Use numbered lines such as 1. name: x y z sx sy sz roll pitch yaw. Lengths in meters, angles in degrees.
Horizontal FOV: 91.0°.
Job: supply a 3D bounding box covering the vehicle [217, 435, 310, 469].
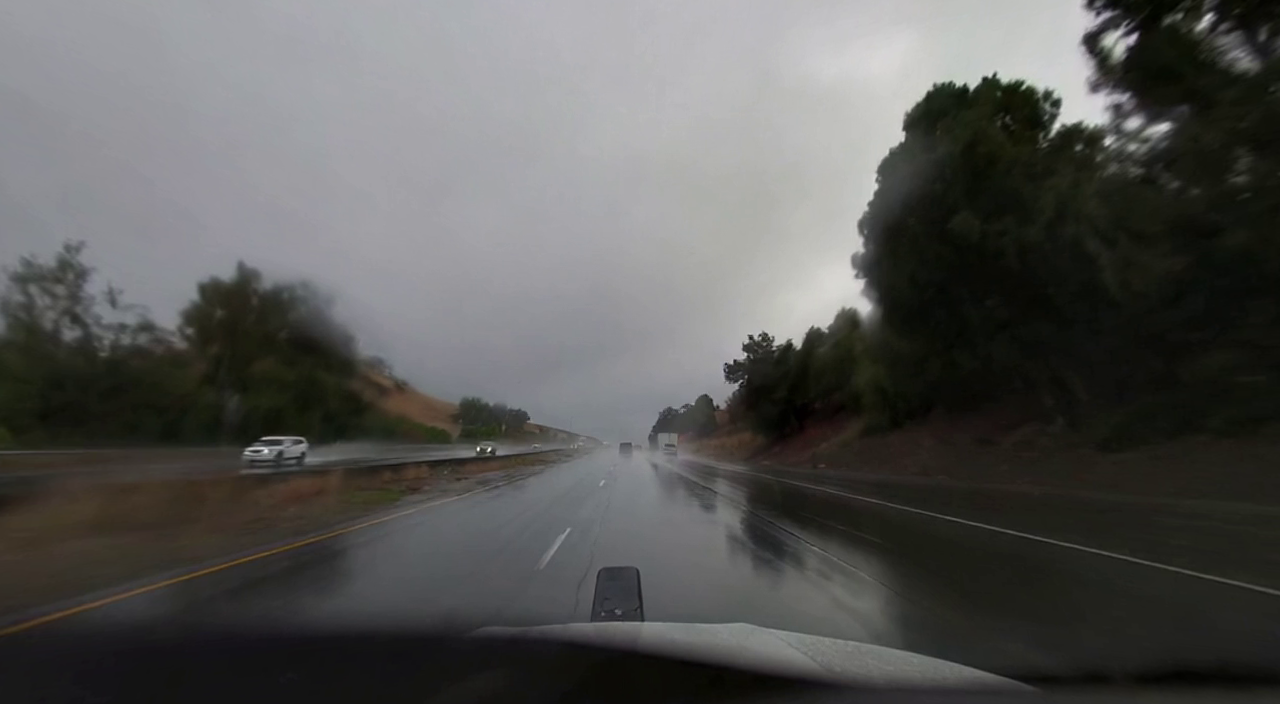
1. vehicle: -20.334 5.412 34.312 2.064 1.686 4.749 0 -8 1
